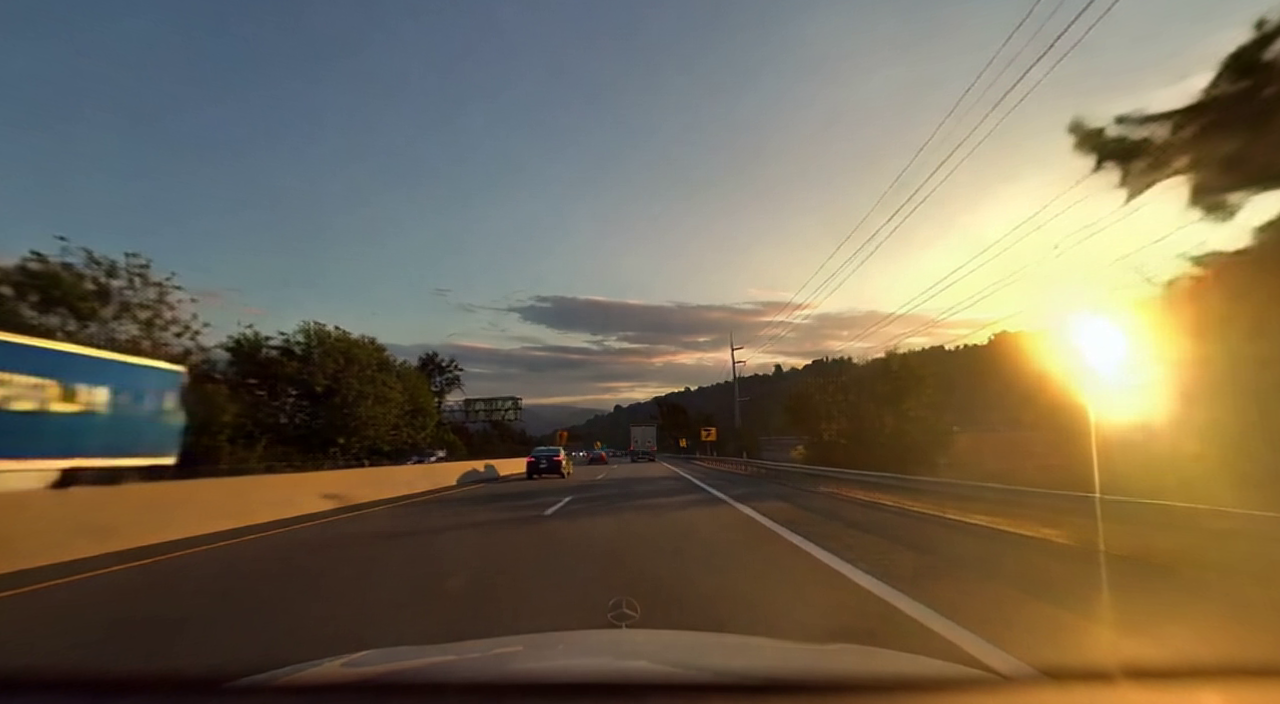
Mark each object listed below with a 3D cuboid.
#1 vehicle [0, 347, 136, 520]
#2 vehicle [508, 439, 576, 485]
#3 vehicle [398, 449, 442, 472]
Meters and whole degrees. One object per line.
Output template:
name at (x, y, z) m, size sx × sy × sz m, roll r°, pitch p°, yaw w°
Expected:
vehicle at (-16.674, 1.192, 10.051) m, size 3.467 × 3.980 × 16.803 m, roll 0°, pitch -9°, yaw 0°
vehicle at (-3.933, 4.507, 26.049) m, size 2.111 × 1.735 × 4.066 m, roll 0°, pitch -9°, yaw 0°
vehicle at (-15.932, 7.884, 45.844) m, size 1.827 × 1.579 × 3.858 m, roll 0°, pitch -9°, yaw -1°
